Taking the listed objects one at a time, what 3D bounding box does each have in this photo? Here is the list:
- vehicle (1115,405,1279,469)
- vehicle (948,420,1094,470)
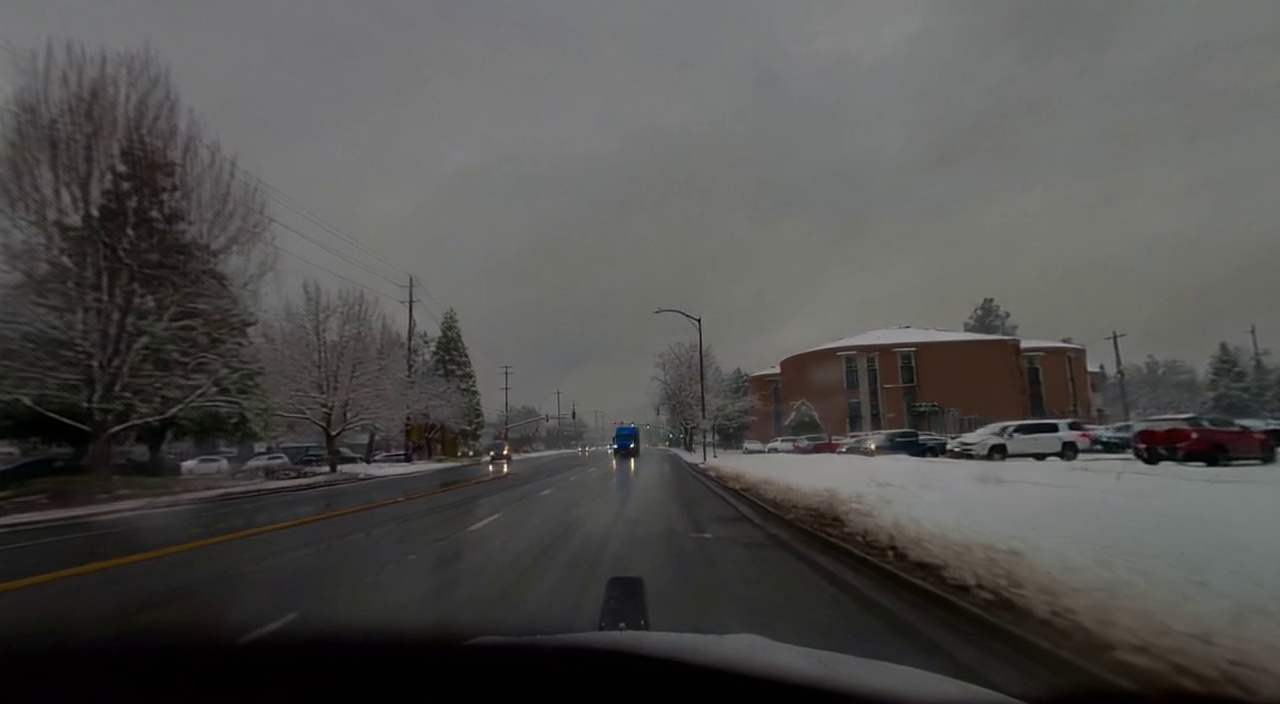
[{"bbox_3d":[17.445,2.635,19.354,4.653,1.782,2.042,3,-9,-16],"label":"vehicle"},{"bbox_3d":[16.435,4.034,27.326,5.051,2.038,2.142,1,-9,-9],"label":"vehicle"}]
